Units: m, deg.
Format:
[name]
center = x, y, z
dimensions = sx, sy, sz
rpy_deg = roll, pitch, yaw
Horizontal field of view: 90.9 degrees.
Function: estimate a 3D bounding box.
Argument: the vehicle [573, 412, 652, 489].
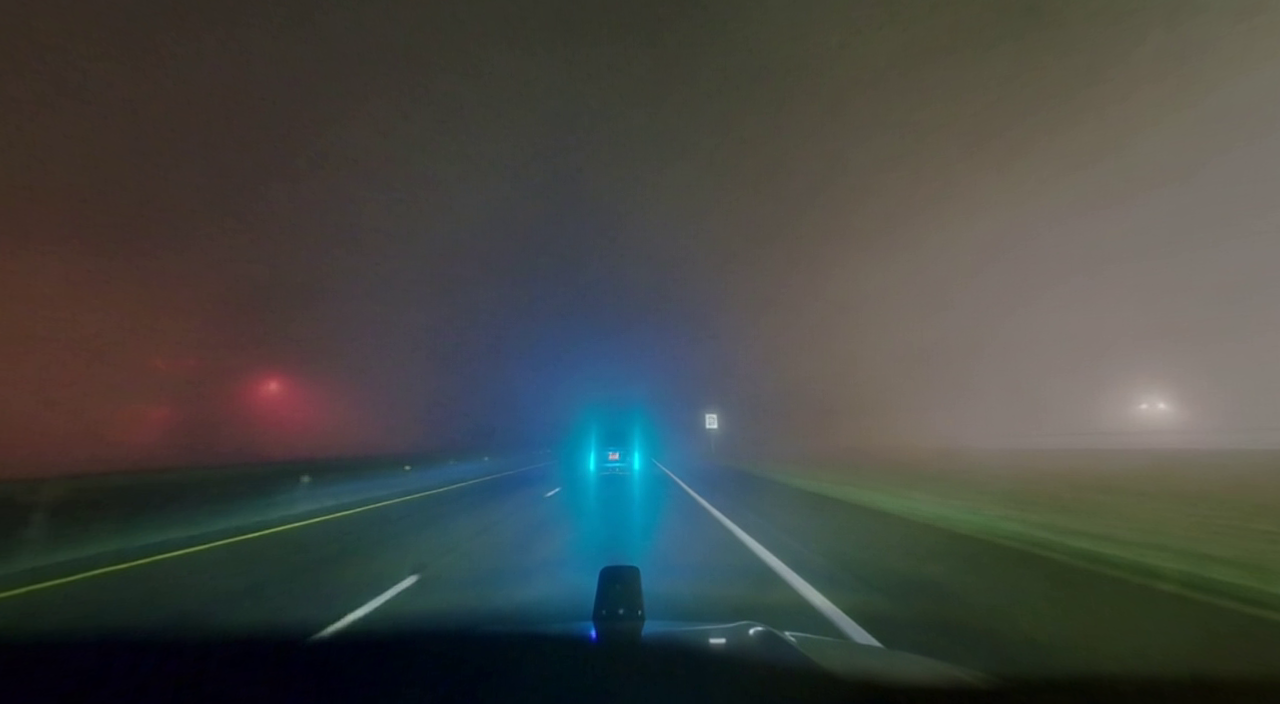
[vehicle]
center = -0.832, 3.157, 20.386
dimensions = 2.248, 2.154, 4.892
rpy_deg = 0, -8, -1
